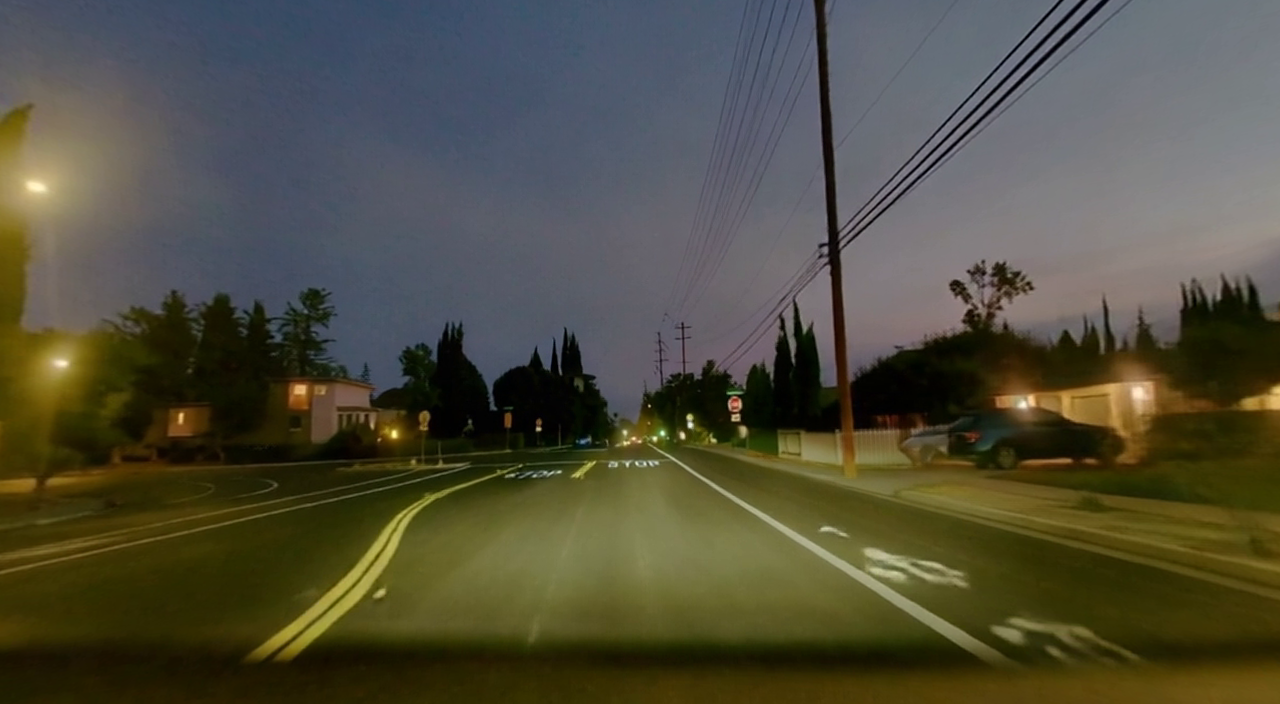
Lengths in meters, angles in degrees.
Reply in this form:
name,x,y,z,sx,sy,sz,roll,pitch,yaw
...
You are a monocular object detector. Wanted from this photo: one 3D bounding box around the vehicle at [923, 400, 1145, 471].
name,x,y,z,sx,sy,sz,roll,pitch,yaw
vehicle,10.572,2.311,17.319,4.544,1.807,2.204,-1,-9,3
